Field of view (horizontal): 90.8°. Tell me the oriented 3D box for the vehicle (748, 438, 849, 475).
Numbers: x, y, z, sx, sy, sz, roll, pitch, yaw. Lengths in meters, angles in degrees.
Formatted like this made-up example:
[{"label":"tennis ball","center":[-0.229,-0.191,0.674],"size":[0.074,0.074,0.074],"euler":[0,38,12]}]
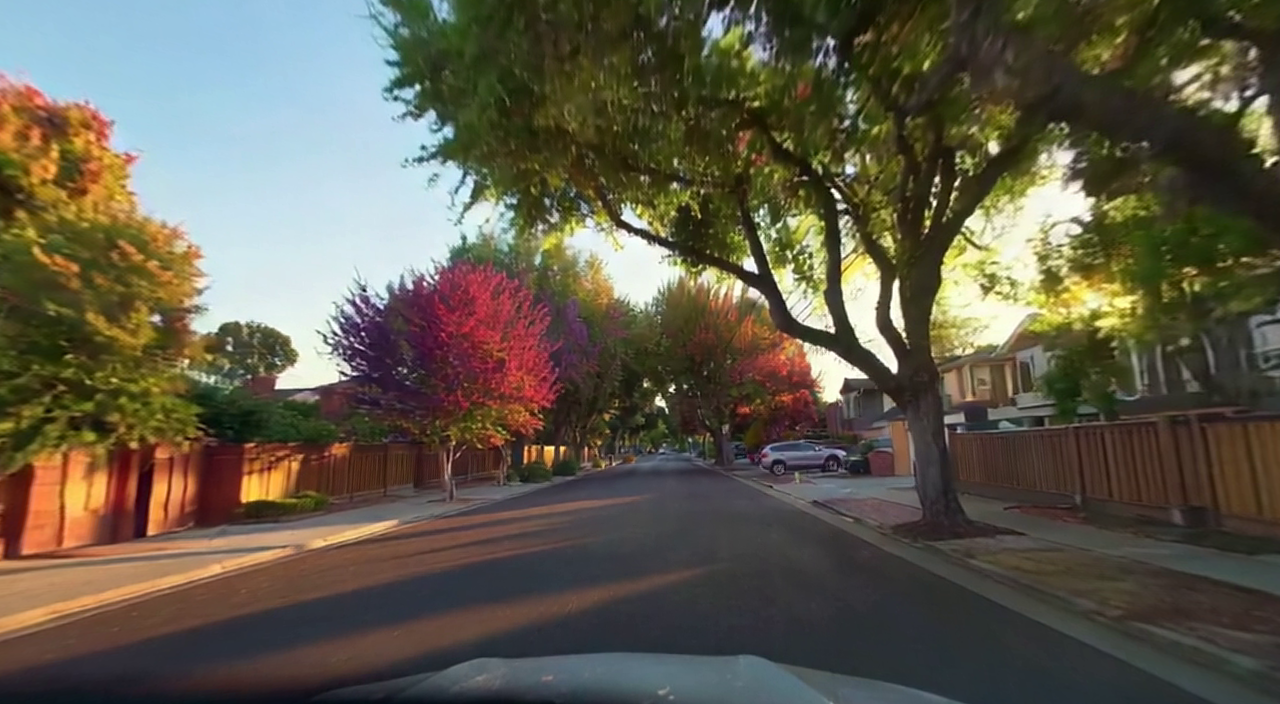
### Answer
[{"label":"vehicle","center":[8.206,5.464,33.103],"size":[4.806,1.851,2.050],"euler":[-1,-9,3]}]
